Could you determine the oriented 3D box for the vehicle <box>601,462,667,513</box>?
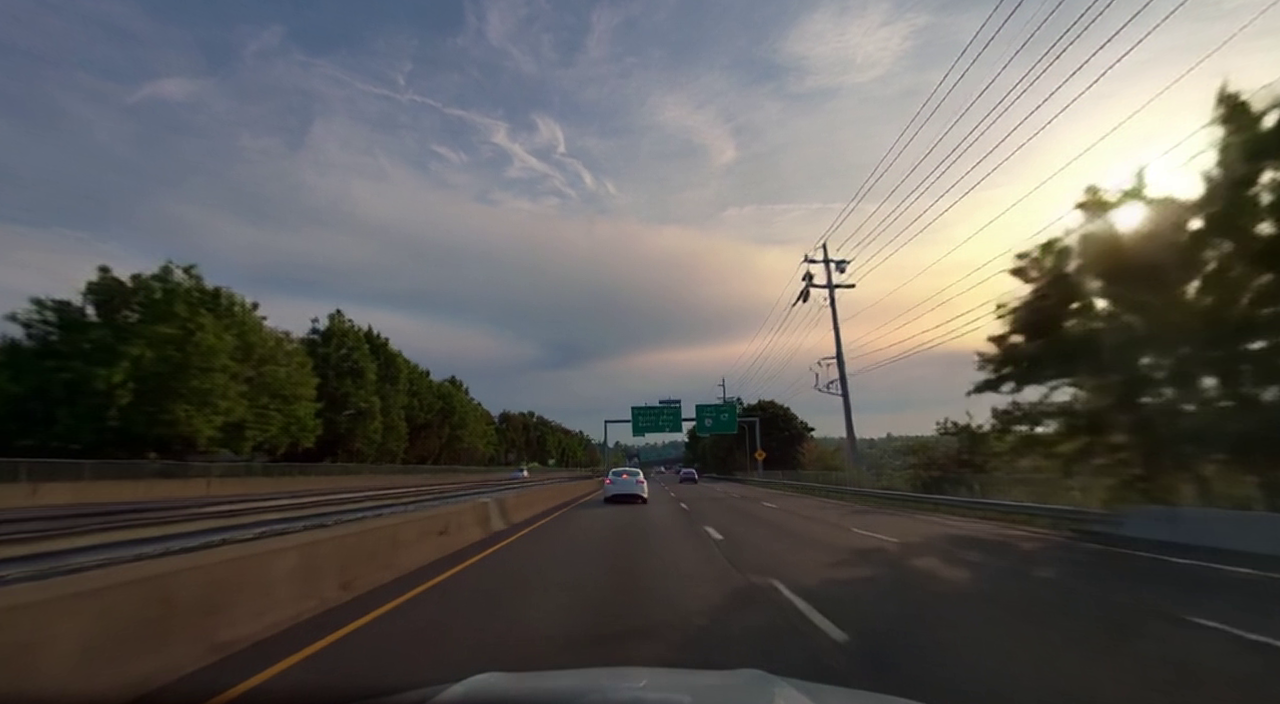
[{"bbox_3d":[-0.188,4.427,20.911,1.987,1.480,3.786,1,-10,0],"label":"vehicle"}]
